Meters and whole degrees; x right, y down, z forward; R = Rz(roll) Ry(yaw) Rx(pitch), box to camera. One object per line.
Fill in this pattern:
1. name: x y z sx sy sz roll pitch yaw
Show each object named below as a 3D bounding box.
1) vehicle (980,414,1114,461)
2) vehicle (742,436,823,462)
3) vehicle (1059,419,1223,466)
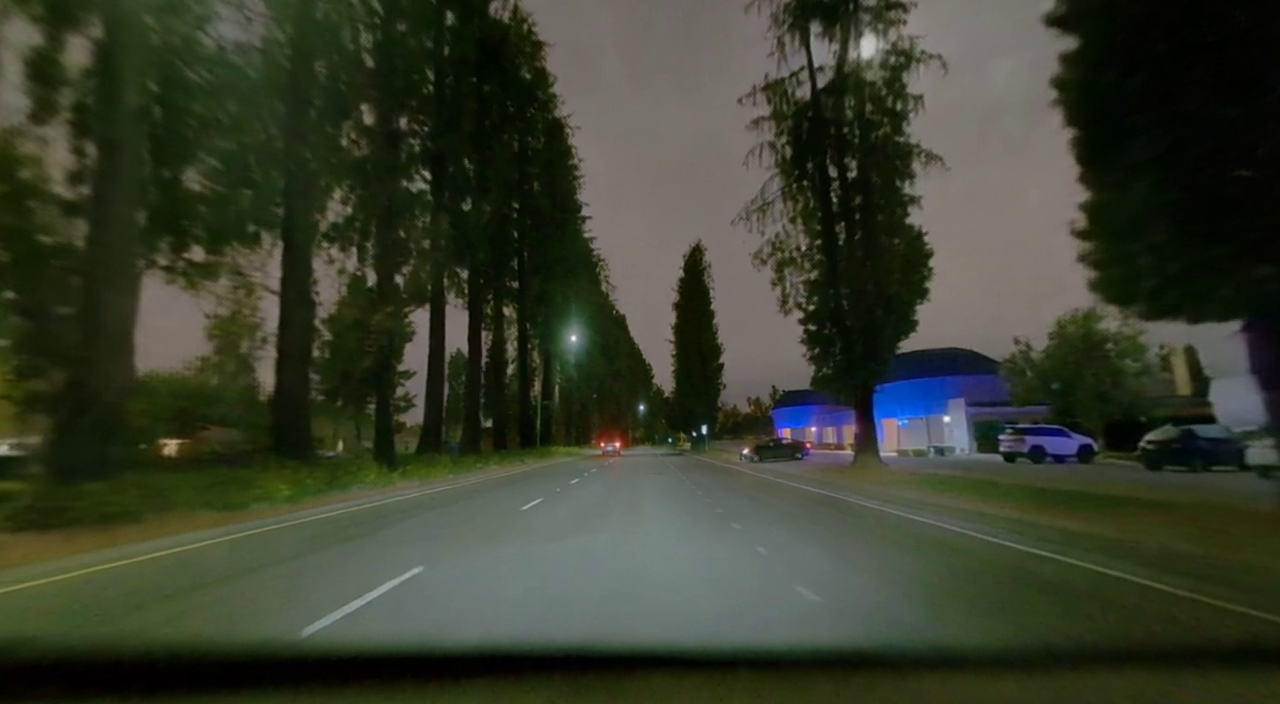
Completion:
1. vehicle: 17.494 3.744 27.575 2.094 1.813 5.789 -1 -8 2
2. vehicle: 8.556 5.897 38.258 4.575 1.514 1.932 -1 -8 7
3. vehicle: 17.037 3.144 21.823 1.825 1.458 4.689 0 -8 0
